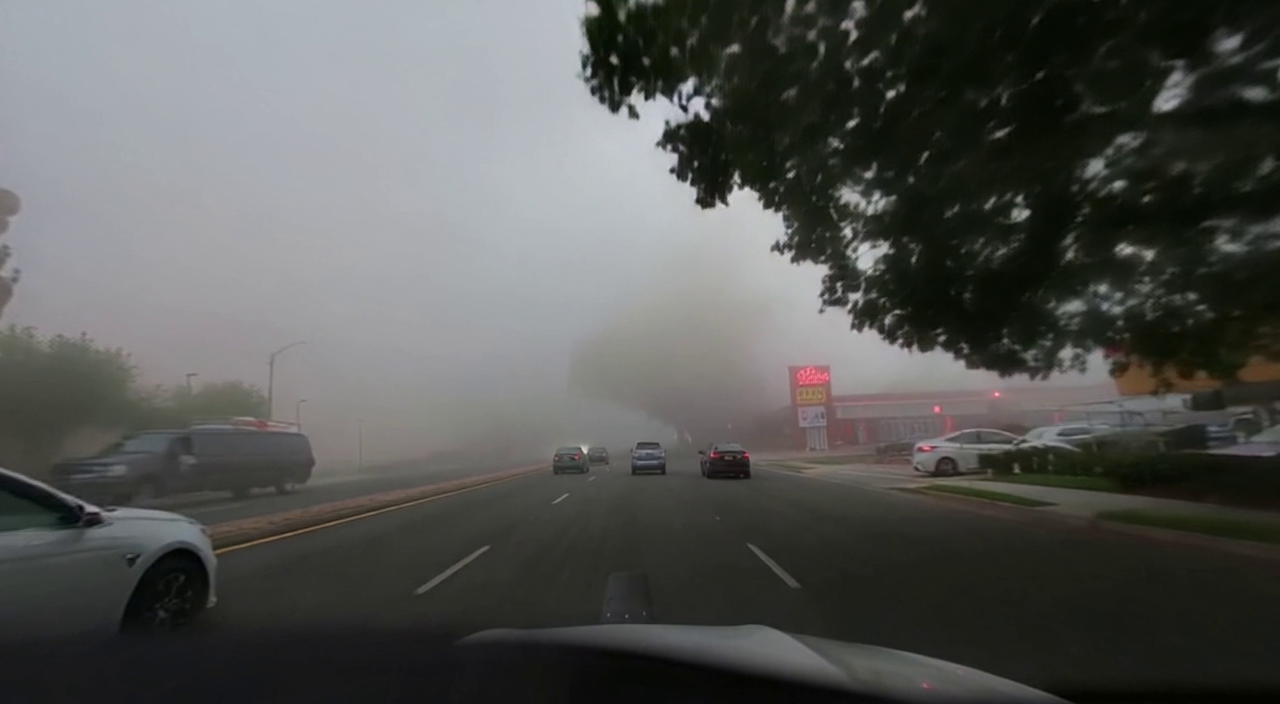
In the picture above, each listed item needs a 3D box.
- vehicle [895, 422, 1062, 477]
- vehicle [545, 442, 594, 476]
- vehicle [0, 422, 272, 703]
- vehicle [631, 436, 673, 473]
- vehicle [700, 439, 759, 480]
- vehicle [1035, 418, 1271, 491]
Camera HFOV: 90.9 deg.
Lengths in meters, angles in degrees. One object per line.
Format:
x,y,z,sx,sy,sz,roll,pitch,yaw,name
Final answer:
11.638,3.393,21.948,4.808,1.712,2.061,-5,-10,29,vehicle
-3.608,5.554,32.943,2.026,1.665,4.193,0,-9,1,vehicle
-4.034,1.078,2.974,1.908,1.481,4.351,0,-9,1,vehicle
0.597,5.615,34.582,2.193,1.873,4.033,0,-9,0,vehicle
3.775,4.586,27.092,1.922,1.579,3.642,0,-9,-1,vehicle
11.926,2.437,15.175,1.959,1.472,4.473,0,-9,1,vehicle
